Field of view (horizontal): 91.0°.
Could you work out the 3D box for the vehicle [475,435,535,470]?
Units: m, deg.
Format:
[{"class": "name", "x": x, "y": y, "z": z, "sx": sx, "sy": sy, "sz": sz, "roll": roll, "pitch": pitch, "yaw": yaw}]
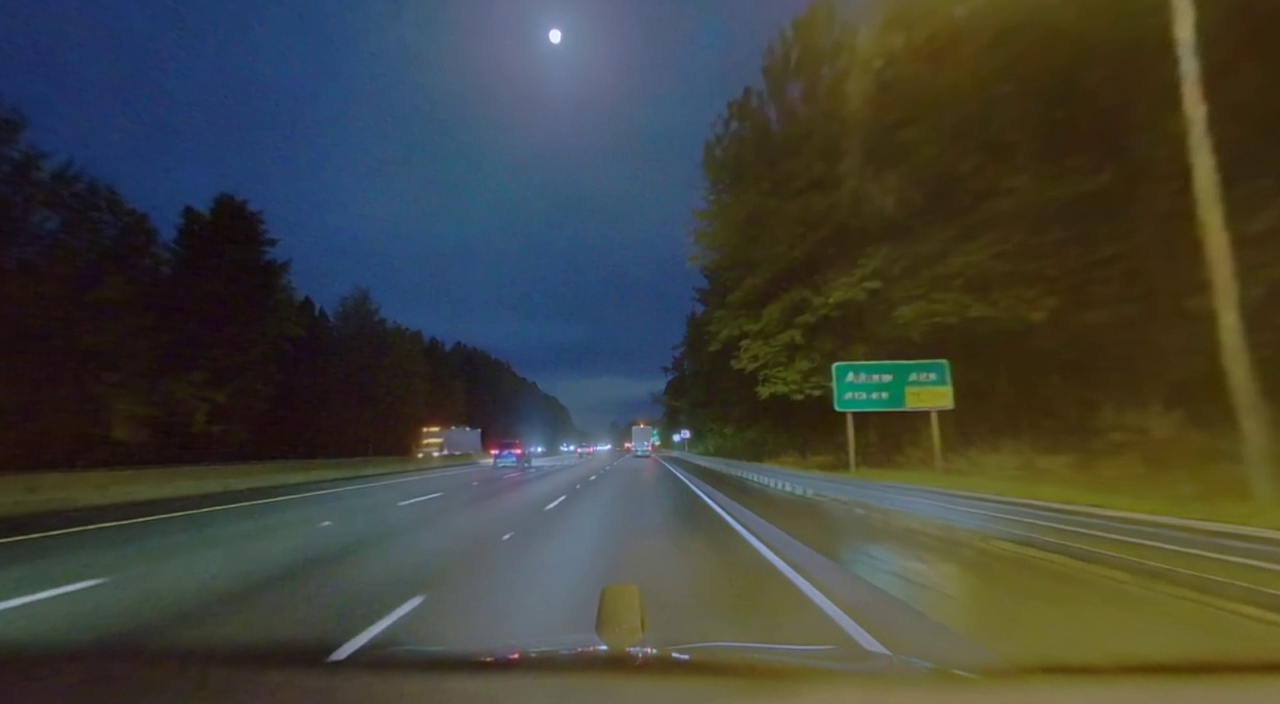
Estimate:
[{"class": "vehicle", "x": -7.403, "y": 5.588, "z": 35.129, "sx": 2.253, "sy": 1.815, "sz": 4.618, "roll": 0, "pitch": -8, "yaw": 1}]
